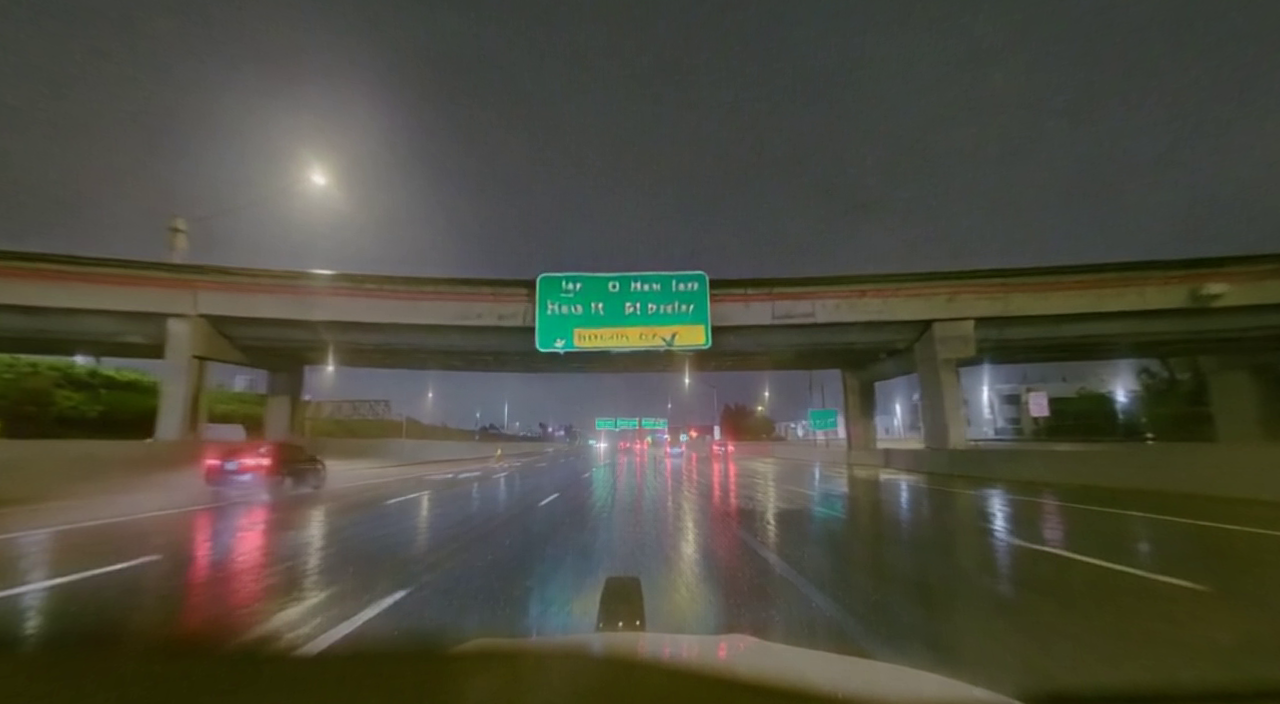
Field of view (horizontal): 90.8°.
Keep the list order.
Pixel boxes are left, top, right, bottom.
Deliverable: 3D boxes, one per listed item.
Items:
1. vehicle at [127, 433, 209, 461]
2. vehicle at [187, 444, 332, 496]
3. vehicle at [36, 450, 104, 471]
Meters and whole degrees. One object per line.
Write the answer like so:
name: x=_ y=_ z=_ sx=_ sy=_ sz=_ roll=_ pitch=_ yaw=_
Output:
vehicle: x=-36.434 y=7.320 z=48.975 sx=2.257 sy=2.052 sz=5.365 roll=0 pitch=-8 yaw=-1
vehicle: x=-11.470 y=3.542 z=19.460 sx=1.861 sy=1.373 sz=4.211 roll=0 pitch=-8 yaw=0
vehicle: x=-40.186 y=7.656 z=44.628 sx=1.619 sy=1.377 sz=3.484 roll=0 pitch=-8 yaw=-1
